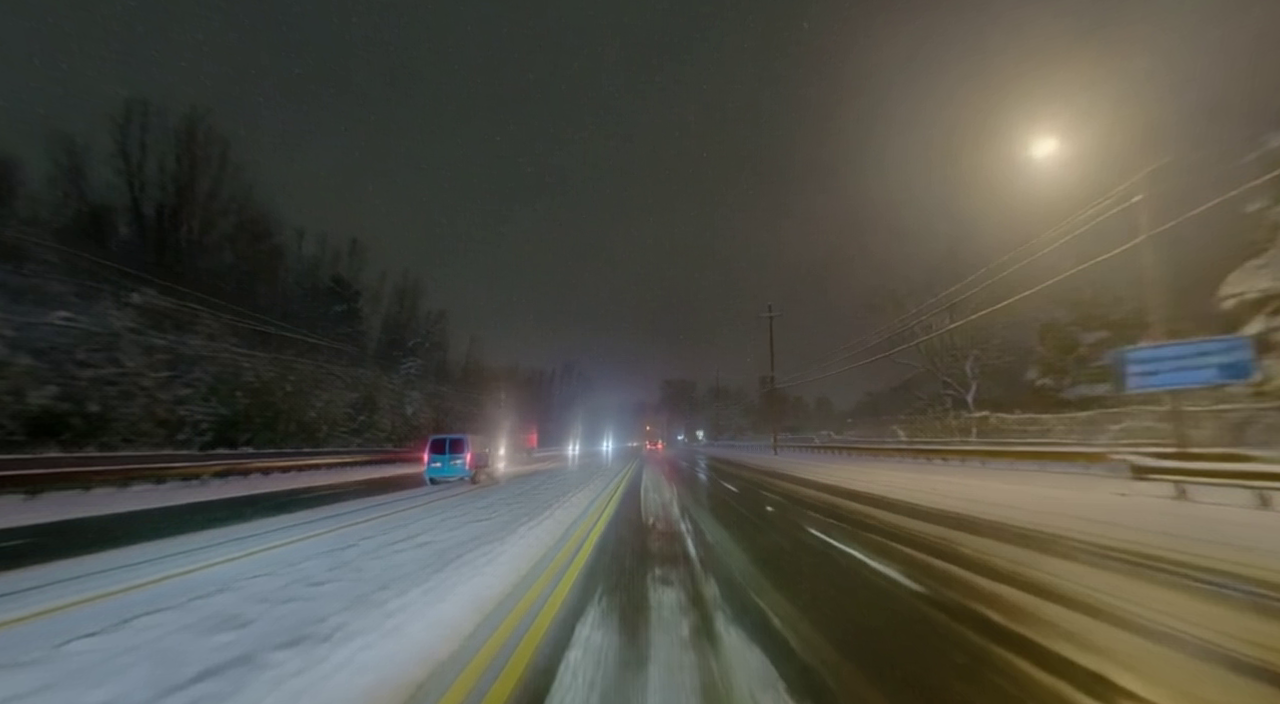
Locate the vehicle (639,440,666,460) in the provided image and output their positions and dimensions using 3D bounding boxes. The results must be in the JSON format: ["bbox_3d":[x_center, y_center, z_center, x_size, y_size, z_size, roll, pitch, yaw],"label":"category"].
[{"bbox_3d":[1.000,7.777,49.976,2.061,1.469,3.782,0,-8,1],"label":"vehicle"}]

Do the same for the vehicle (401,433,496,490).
[{"bbox_3d":[-6.992,4.021,23.547,2.068,1.897,4.372,0,-8,1],"label":"vehicle"}]
